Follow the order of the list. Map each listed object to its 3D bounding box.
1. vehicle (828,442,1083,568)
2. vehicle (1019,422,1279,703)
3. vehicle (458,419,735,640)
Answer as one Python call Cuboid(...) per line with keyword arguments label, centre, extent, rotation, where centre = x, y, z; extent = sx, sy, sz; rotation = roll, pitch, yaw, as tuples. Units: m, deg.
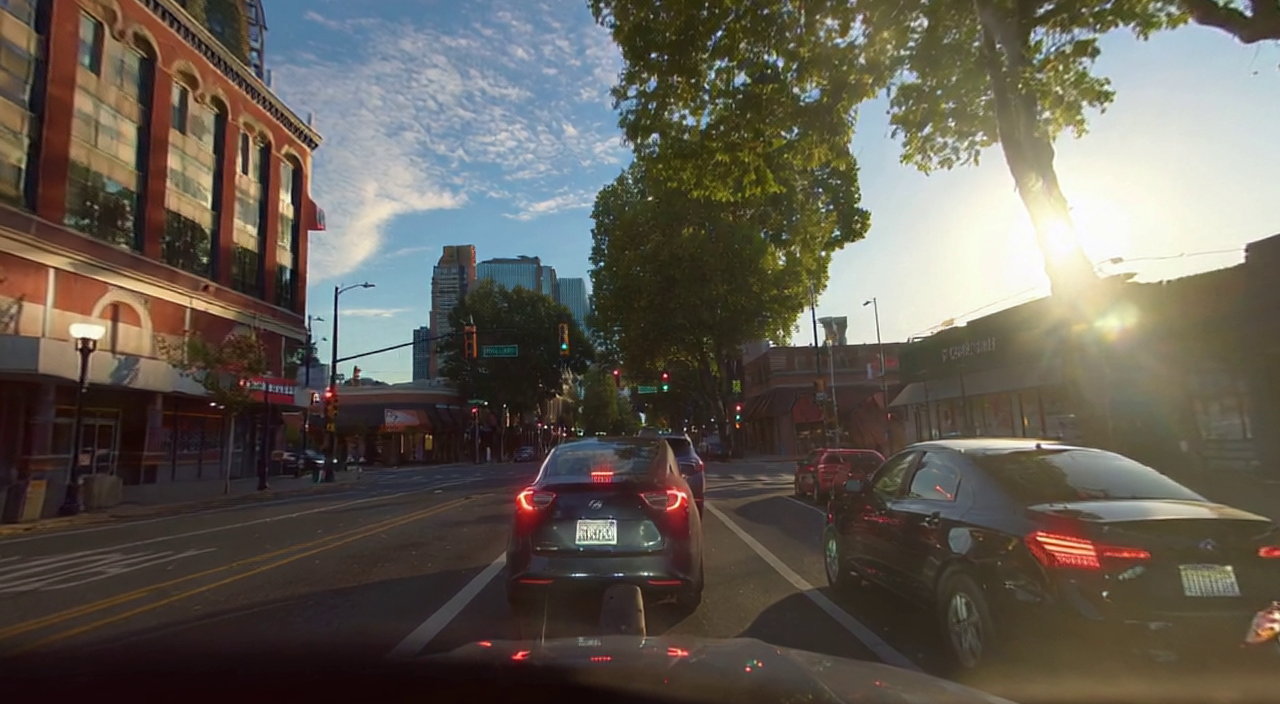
Cuboid(label="vehicle", centre=(4.535, 2.211, 10.045), extent=(1.912, 1.505, 4.618), rotation=(-1, -8, 4))
Cuboid(label="vehicle", centre=(3.179, 0.828, 1.110), extent=(2.006, 1.496, 4.767), rotation=(0, -9, -1))
Cuboid(label="vehicle", centre=(-0.284, 1.491, 6.227), extent=(1.888, 1.489, 3.703), rotation=(0, -8, 0))
